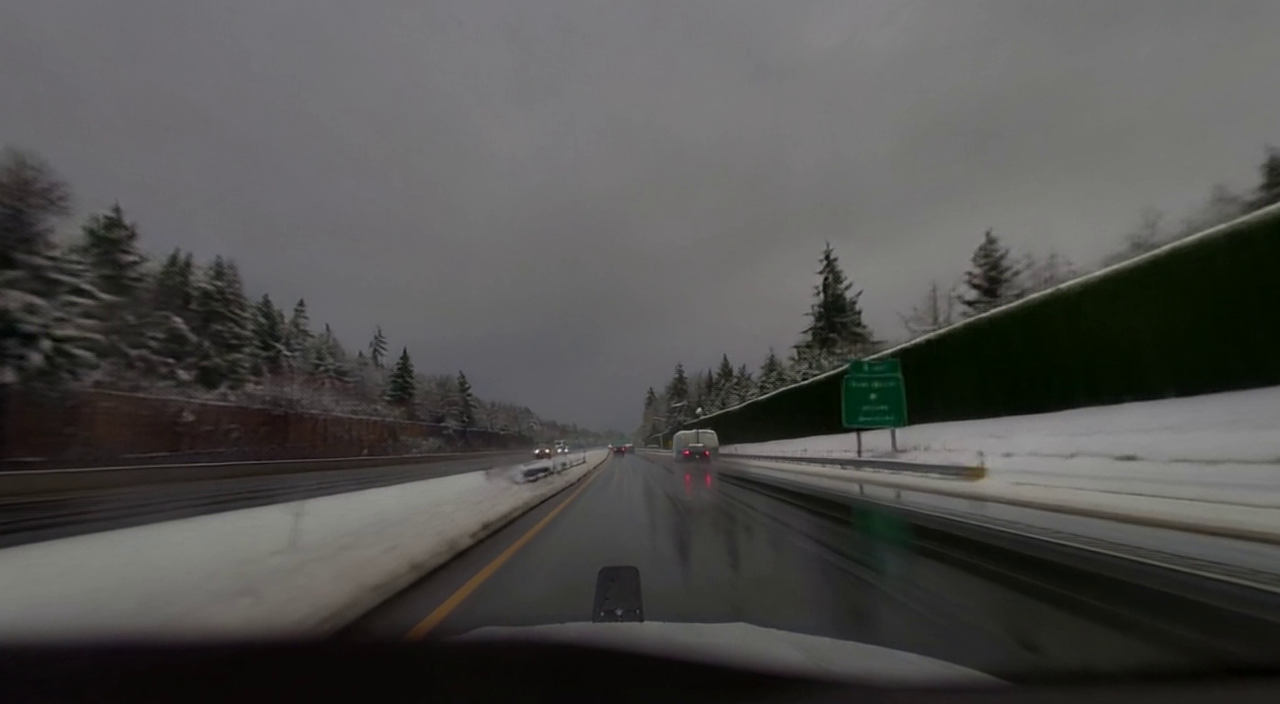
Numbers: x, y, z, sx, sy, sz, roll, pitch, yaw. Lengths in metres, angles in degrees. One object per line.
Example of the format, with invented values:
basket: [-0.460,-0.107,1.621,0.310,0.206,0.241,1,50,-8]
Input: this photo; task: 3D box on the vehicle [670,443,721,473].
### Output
vehicle: [3.005,5.870,34.874,2.244,1.498,4.338,0,-9,-3]
